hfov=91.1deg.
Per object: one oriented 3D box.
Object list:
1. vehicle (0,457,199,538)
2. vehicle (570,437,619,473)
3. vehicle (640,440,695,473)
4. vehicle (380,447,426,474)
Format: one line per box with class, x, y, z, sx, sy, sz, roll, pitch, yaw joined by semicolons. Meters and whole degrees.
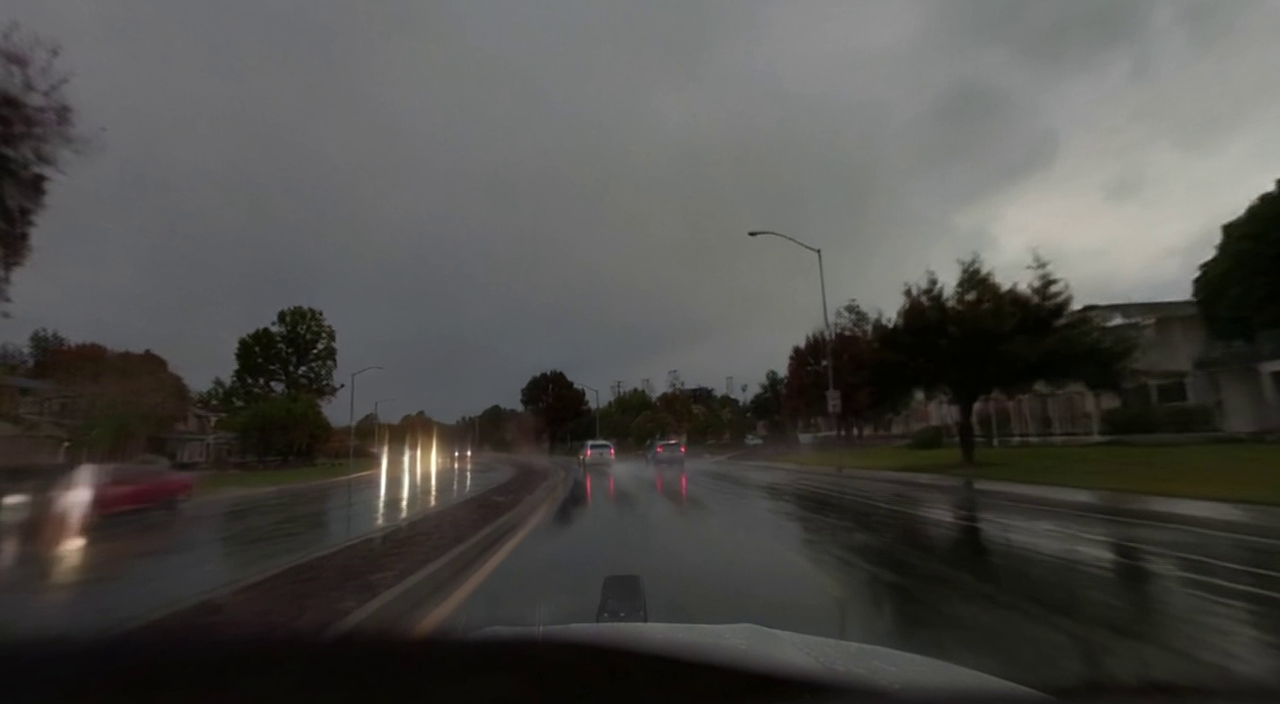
vehicle;-13.022;3.295;14.850;1.924;1.481;4.727;0;-9;-3
vehicle;-2.496;5.435;33.307;2.165;1.783;4.391;1;-9;-10
vehicle;1.302;5.319;32.197;1.915;1.495;4.880;1;-9;-8
vehicle;-17.232;7.856;45.837;2.162;1.848;5.214;1;-9;-10
